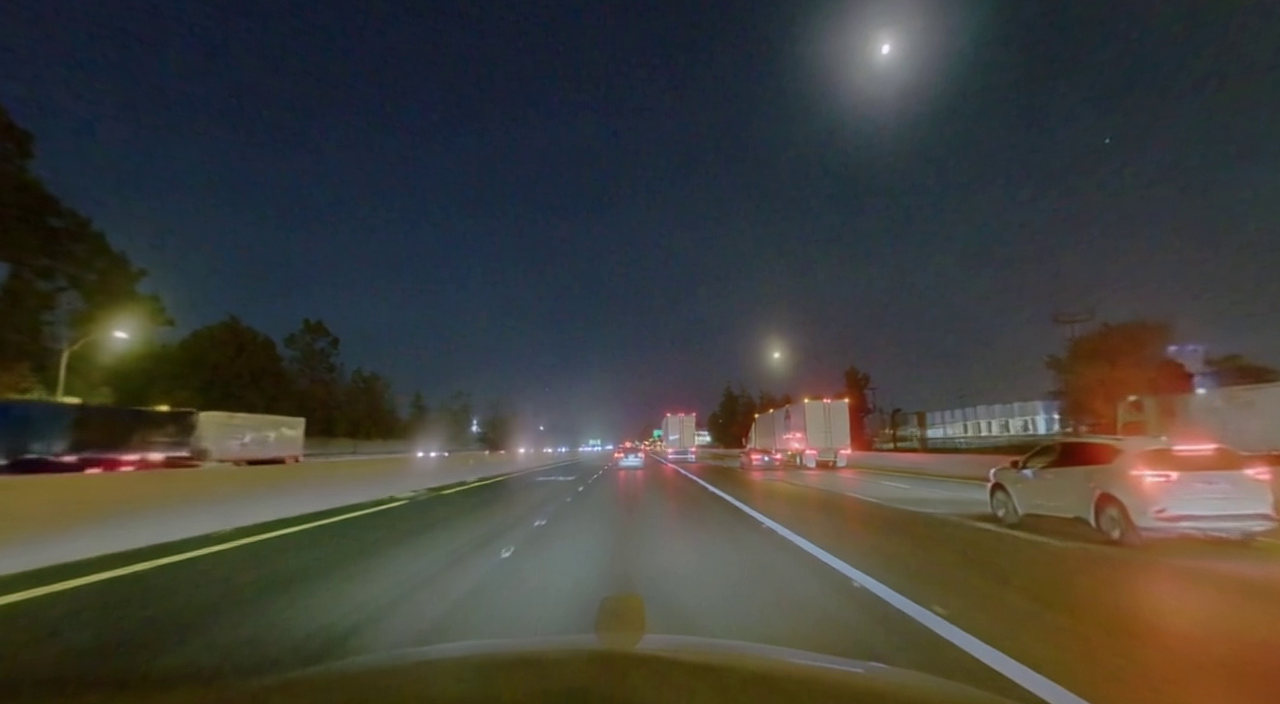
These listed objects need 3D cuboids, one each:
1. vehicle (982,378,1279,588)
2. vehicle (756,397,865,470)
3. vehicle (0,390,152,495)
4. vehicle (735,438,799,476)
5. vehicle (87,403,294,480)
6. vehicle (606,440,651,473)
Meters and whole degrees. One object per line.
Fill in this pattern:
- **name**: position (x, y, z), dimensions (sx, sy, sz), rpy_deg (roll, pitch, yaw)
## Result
- **vehicle**: position (7.346, 1.613, 8.391), dimensions (2.369, 2.007, 5.700), rpy_deg (0, -9, 0)
- **vehicle**: position (11.358, 5.995, 44.967), dimensions (2.898, 4.171, 17.188), rpy_deg (0, -9, 0)
- **vehicle**: position (-20.071, 2.730, 18.968), dimensions (2.885, 3.005, 9.889), rpy_deg (0, -9, 0)
- **vehicle**: position (5.904, 4.951, 29.924), dimensions (2.154, 1.658, 4.347), rpy_deg (0, -9, 0)
- **vehicle**: position (-20.191, 4.215, 29.490), dimensions (2.748, 2.999, 9.297), rpy_deg (0, -9, 0)
- **vehicle**: position (-0.580, 5.421, 32.929), dimensions (2.163, 1.551, 4.180), rpy_deg (0, -9, -1)
